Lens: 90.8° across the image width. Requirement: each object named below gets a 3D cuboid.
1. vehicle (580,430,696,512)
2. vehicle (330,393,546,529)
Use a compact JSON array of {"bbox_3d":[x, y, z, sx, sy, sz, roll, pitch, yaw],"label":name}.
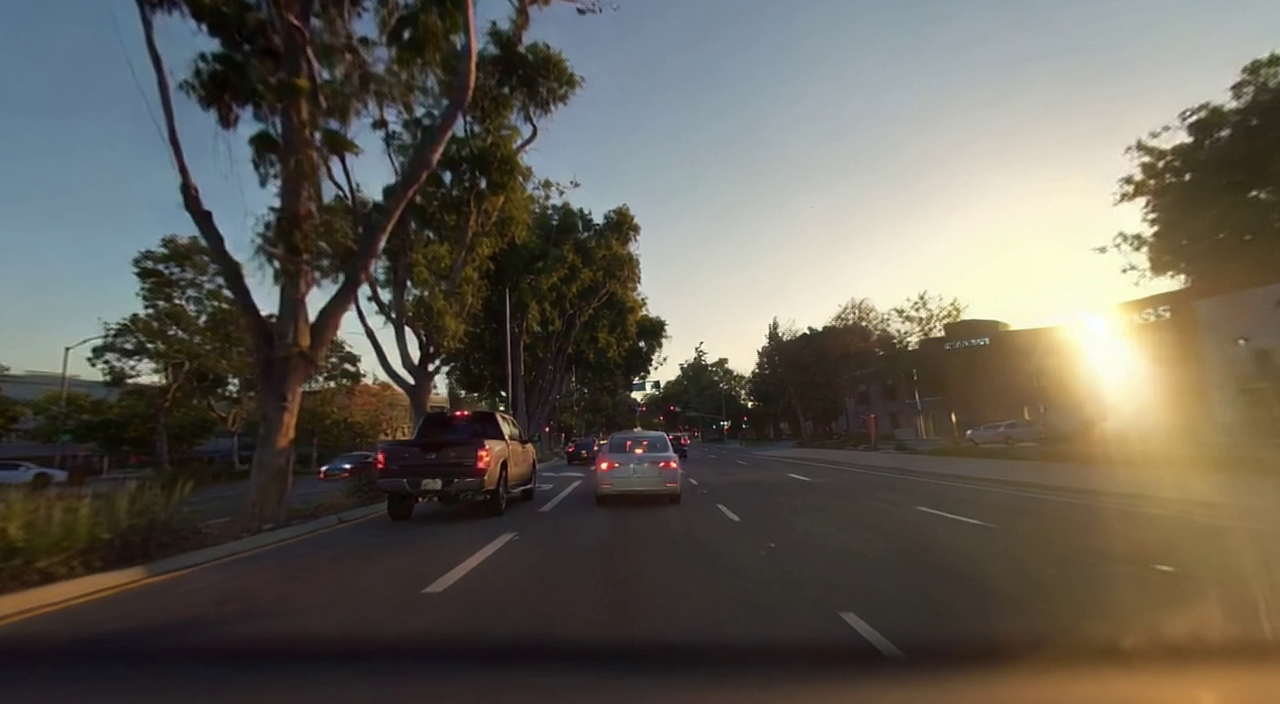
[{"bbox_3d":[-0.094,2.472,13.591,2.126,1.475,3.967,0,-8,-2],"label":"vehicle"},{"bbox_3d":[-3.394,2.013,12.152,2.301,1.985,5.531,0,-8,0],"label":"vehicle"}]
